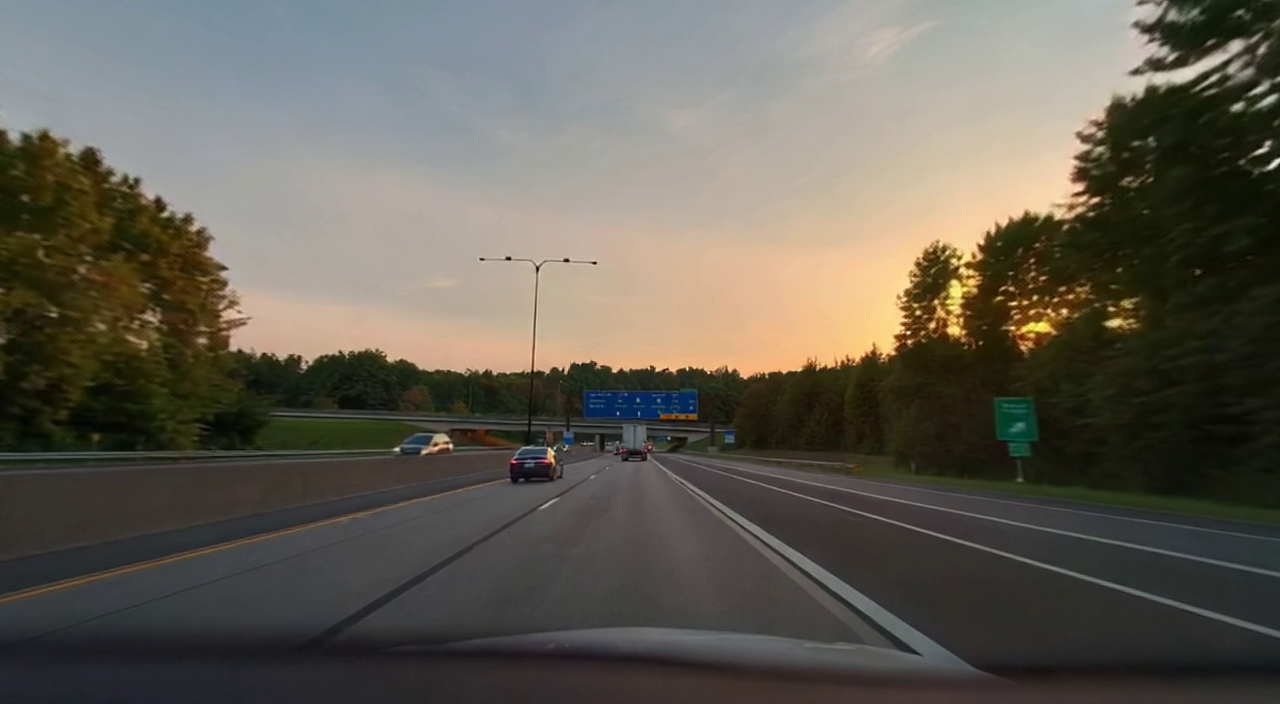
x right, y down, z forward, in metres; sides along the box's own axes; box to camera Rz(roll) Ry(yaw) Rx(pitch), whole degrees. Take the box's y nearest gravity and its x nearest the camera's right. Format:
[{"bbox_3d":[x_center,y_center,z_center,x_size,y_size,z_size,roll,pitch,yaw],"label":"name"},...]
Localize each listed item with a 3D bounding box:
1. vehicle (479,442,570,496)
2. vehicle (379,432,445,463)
[{"bbox_3d":[-3.561,3.701,20.313,2.042,1.526,4.516,0,-9,0],"label":"vehicle"},{"bbox_3d":[-12.402,5.282,34.642,1.959,1.556,4.499,0,-9,-1],"label":"vehicle"}]
